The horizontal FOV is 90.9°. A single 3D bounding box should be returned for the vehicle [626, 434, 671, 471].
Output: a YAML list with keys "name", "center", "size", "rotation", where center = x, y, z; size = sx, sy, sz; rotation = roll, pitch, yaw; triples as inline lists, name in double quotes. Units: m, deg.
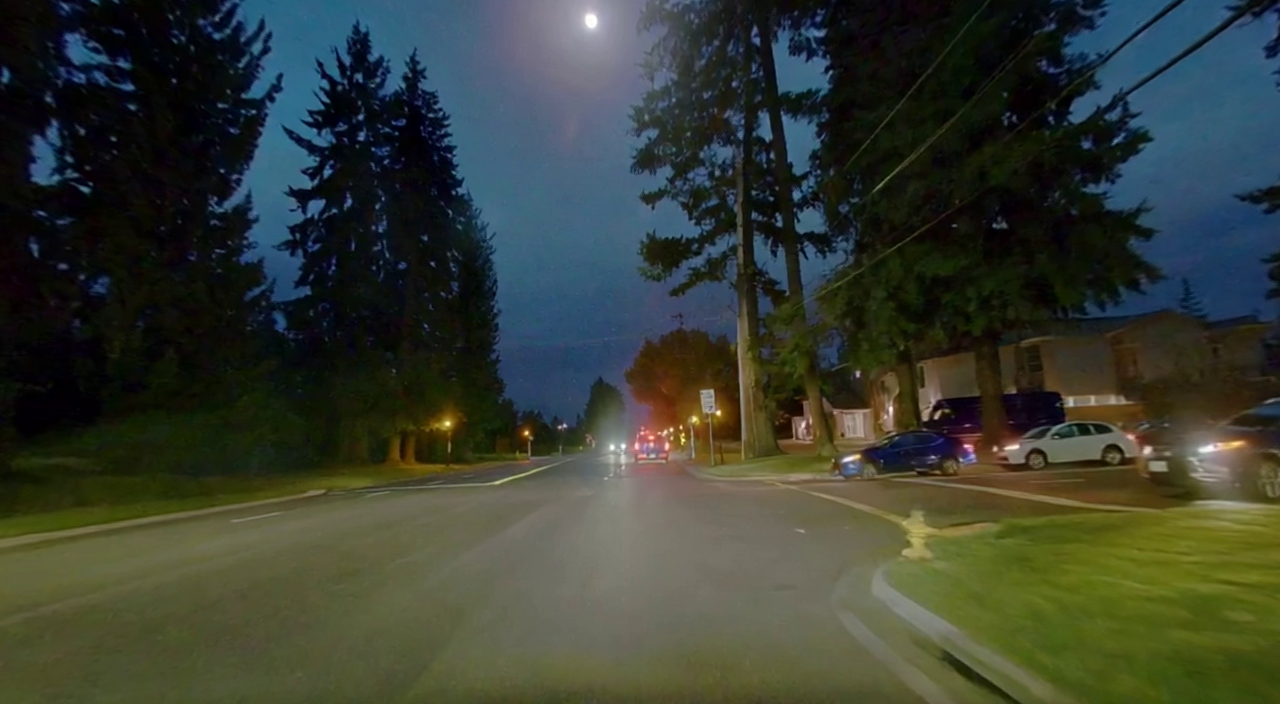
- name: "vehicle"
  center: [0.412, 5.009, 31.531]
  size: [2.120, 1.718, 3.909]
  rotation: [0, -9, 1]

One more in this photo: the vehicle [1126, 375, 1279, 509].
- name: "vehicle"
  center: [10.930, 1.360, 9.615]
  size: [5.166, 1.827, 2.040]
  rotation: [-1, -9, 2]

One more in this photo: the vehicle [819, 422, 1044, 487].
- name: "vehicle"
  center: [6.933, 2.497, 15.413]
  size: [4.543, 1.472, 1.830]
  rotation: [0, -9, 2]
